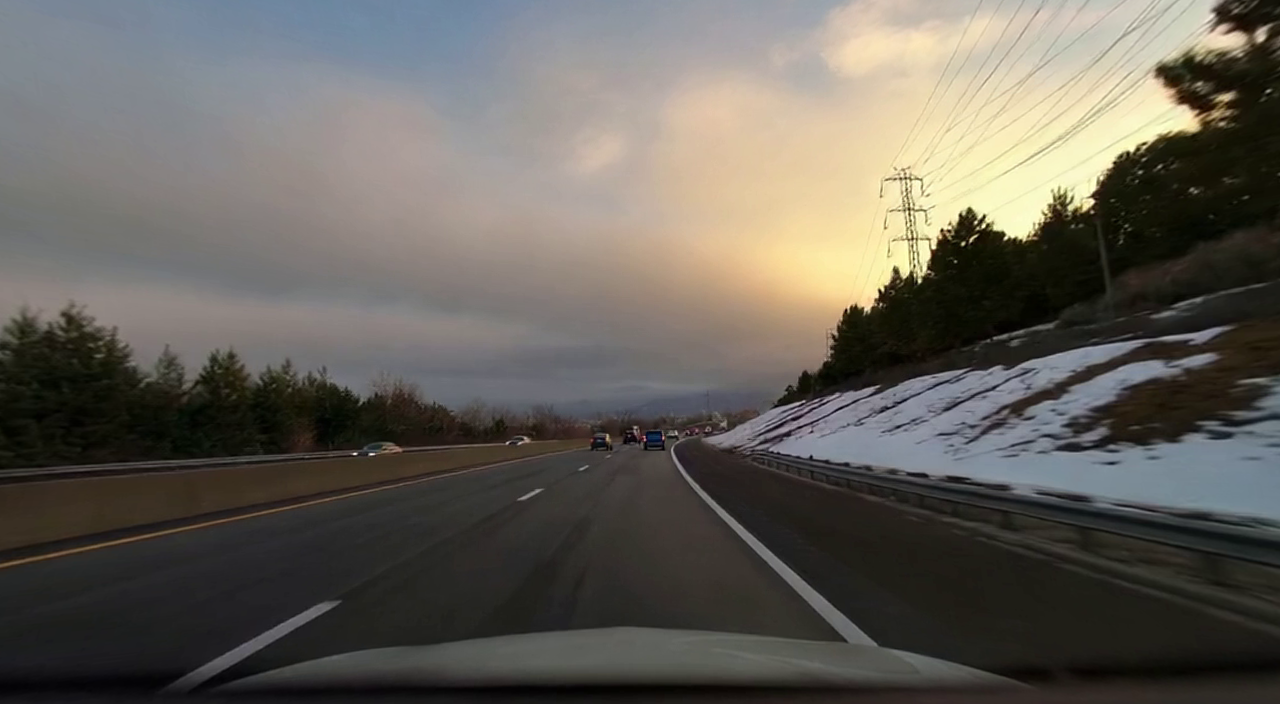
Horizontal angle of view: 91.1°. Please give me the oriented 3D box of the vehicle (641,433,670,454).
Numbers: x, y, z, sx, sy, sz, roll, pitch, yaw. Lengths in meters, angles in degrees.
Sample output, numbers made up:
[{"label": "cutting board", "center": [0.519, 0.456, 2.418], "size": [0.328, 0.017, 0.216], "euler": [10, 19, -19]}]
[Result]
[{"label": "vehicle", "center": [1.207, 6.966, 47.987], "size": [2.077, 1.523, 4.206], "euler": [0, -8, 2]}]

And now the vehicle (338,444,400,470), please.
[{"label": "vehicle", "center": [-17.430, 6.747, 40.634], "size": [1.900, 1.502, 4.486], "euler": [0, -8, 2]}]

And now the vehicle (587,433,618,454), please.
[{"label": "vehicle", "center": [-2.828, 6.970, 48.119], "size": [1.907, 1.515, 3.807], "euler": [0, -8, 3]}]
